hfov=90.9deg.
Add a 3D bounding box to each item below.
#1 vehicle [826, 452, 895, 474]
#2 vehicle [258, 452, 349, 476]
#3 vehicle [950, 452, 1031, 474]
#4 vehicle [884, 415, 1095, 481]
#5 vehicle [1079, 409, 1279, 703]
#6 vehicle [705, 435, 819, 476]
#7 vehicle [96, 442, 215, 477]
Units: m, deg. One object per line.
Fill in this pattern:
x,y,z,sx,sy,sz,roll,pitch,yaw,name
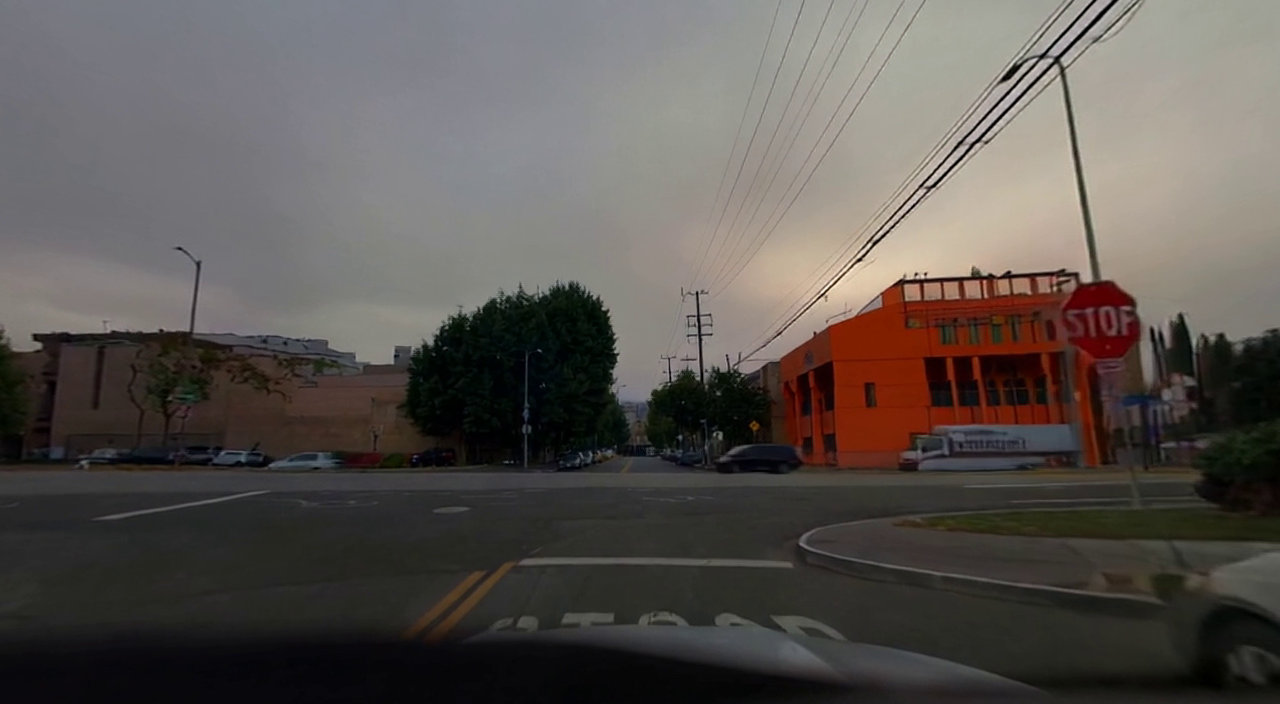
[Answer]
17.012,8.565,48.773,4.612,1.612,1.885,1,-8,-4,vehicle
-21.836,7.271,41.046,4.869,1.517,1.819,0,-9,-2,vehicle
23.437,7.438,42.250,4.400,1.419,1.711,0,-9,-3,vehicle
25.590,7.087,46.521,14.239,4.056,2.970,3,-8,-4,vehicle
3.597,0.779,1.162,2.041,1.495,4.815,0,-9,-1,vehicle
6.025,5.177,31.672,5.213,1.960,2.099,0,-9,-3,vehicle
-26.180,5.821,34.192,4.689,1.803,1.958,0,-9,-2,vehicle
